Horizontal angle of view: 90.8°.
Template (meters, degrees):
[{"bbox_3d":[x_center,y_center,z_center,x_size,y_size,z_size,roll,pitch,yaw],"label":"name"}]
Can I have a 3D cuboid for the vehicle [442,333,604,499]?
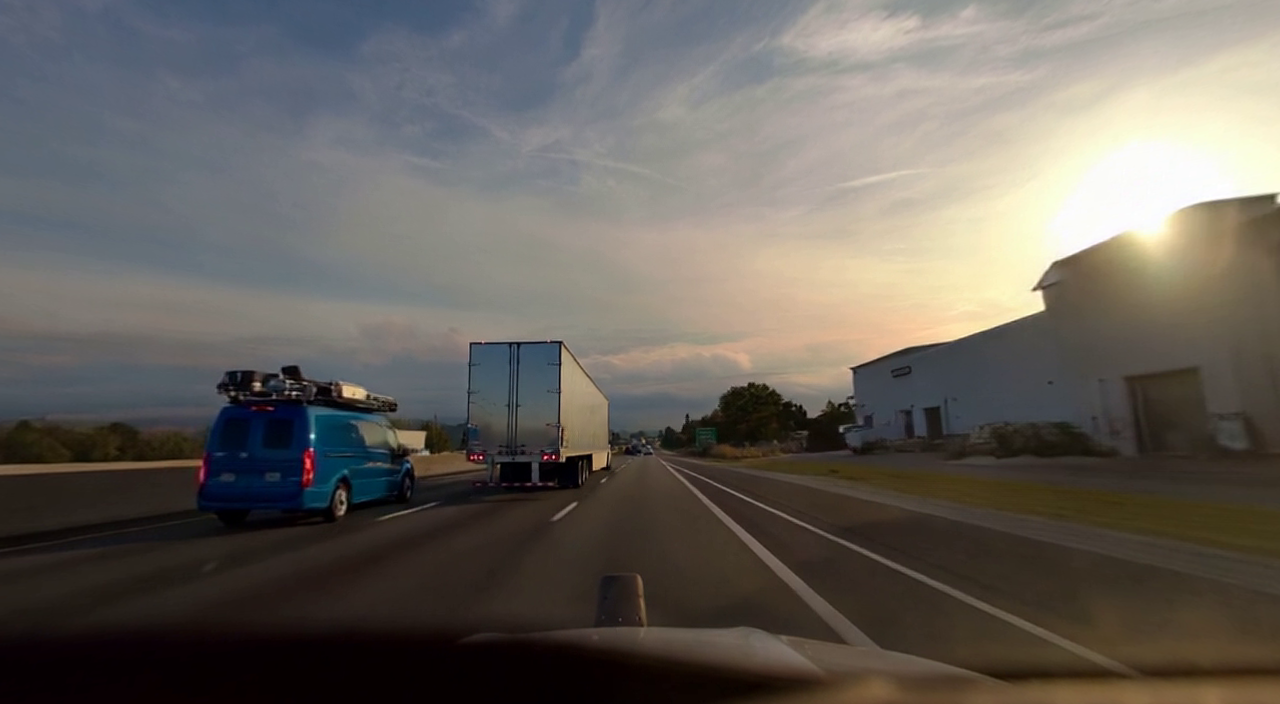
[{"bbox_3d":[-3.404,2.779,24.084,2.939,4.132,16.303,1,-8,0],"label":"vehicle"}]

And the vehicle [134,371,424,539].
[{"bbox_3d":[-6.809,2.075,13.166,2.385,2.672,6.049,0,-8,0],"label":"vehicle"}]
